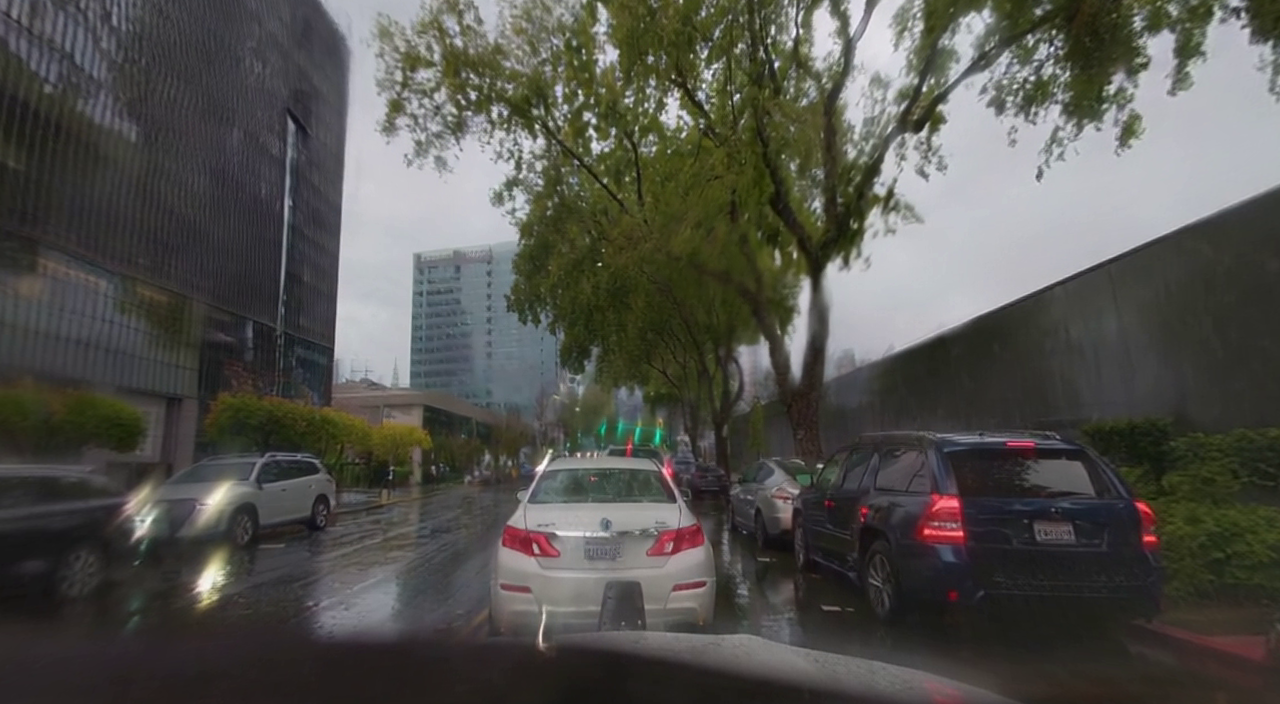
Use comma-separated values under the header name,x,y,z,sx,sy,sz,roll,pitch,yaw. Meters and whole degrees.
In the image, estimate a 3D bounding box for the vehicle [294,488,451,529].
name,x,y,z,sx,sy,sz,roll,pitch,yaw
vehicle,-7.014,4.208,17.173,2.223,0.774,4.789,1,-10,0

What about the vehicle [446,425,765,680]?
name,x,y,z,sx,sy,sz,roll,pitch,yaw
vehicle,-0.194,1.616,5.913,2.018,1.583,3.646,1,-10,1

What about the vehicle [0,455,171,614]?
name,x,y,z,sx,sy,sz,roll,pitch,yaw
vehicle,-6.983,1.699,5.865,1.900,1.471,4.202,1,-10,0

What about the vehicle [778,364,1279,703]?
name,x,y,z,sx,sy,sz,roll,pitch,yaw
vehicle,2.708,1.436,5.689,1.868,1.920,4.501,1,-10,0

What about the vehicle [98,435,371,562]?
name,x,y,z,sx,sy,sz,roll,pitch,yaw
vehicle,-6.840,2.598,11.394,1.994,1.701,4.520,-3,-12,-1
